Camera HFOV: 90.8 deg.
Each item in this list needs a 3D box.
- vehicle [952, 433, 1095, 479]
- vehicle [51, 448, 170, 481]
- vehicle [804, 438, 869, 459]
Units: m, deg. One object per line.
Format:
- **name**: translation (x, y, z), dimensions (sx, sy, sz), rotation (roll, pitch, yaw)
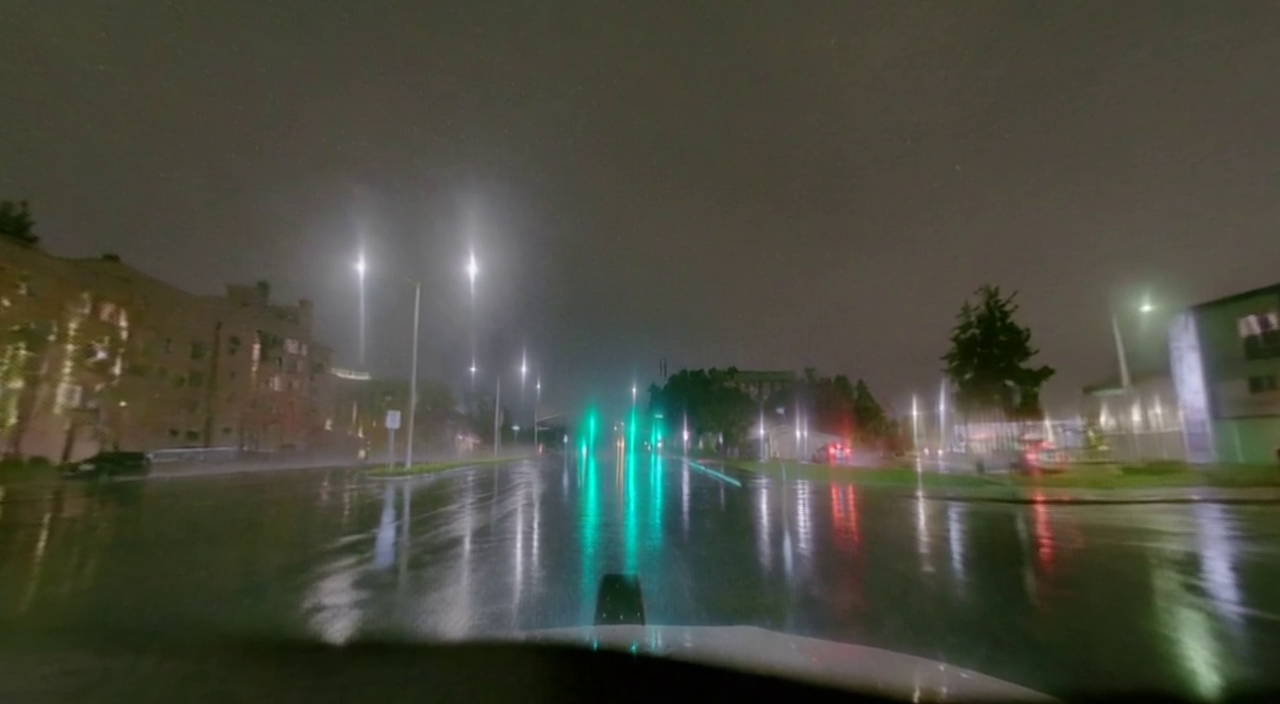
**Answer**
- **vehicle**: translation (15.089, 4.084, 25.024), dimensions (4.268, 1.589, 2.156), rotation (-1, -7, -5)
- **vehicle**: translation (-26.172, 5.551, 31.499), dimensions (1.828, 1.448, 4.689), rotation (1, -8, 1)
- **vehicle**: translation (14.583, 7.217, 47.129), dimensions (4.198, 1.561, 1.937), rotation (0, -10, 1)
